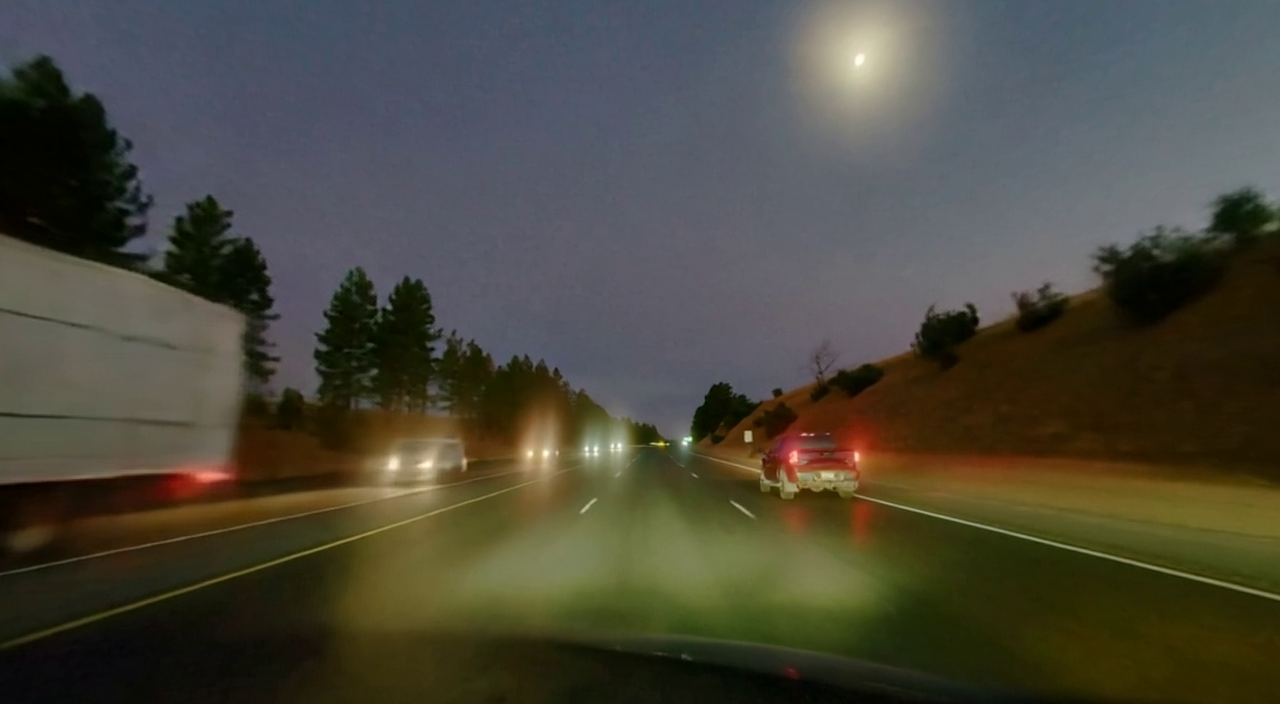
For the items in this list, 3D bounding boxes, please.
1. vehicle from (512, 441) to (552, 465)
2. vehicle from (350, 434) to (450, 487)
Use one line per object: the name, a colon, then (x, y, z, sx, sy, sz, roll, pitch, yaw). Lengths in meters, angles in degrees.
vehicle: (-8.167, 7.654, 47.922, 2.113, 1.697, 4.718, 0, -8, 1)
vehicle: (-9.273, 4.204, 24.838, 2.034, 1.864, 4.688, 0, -8, 1)
